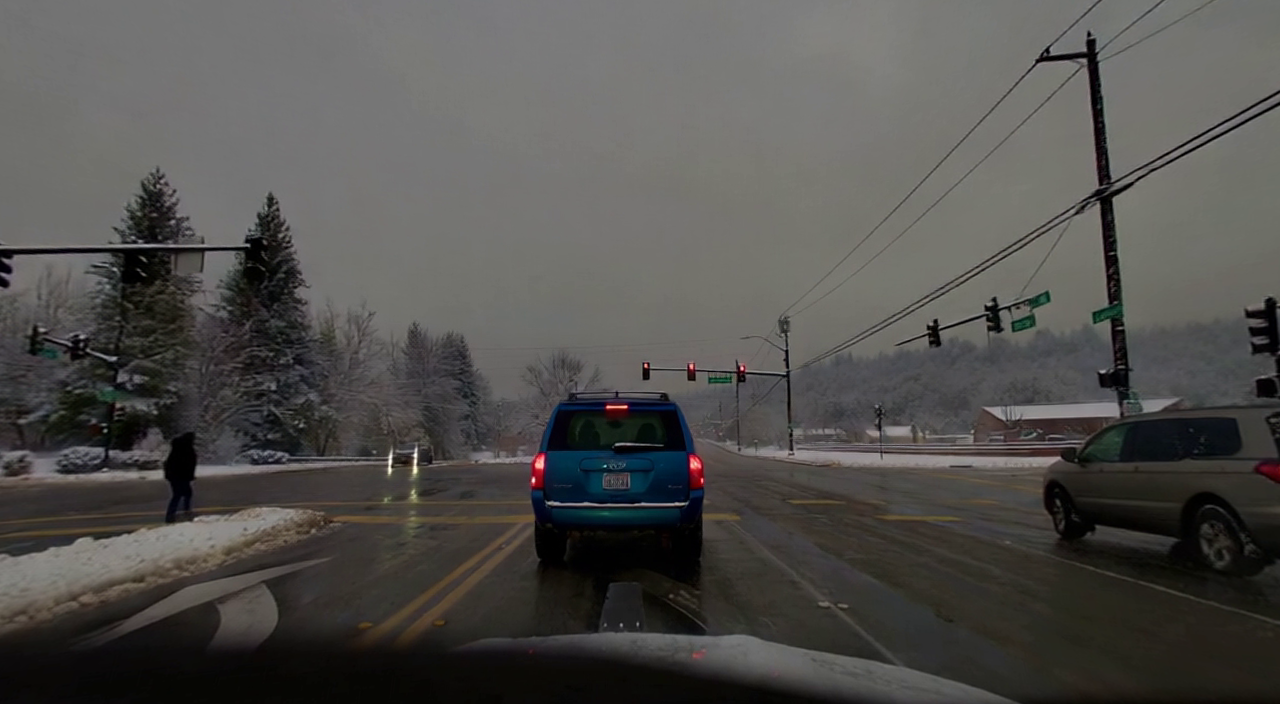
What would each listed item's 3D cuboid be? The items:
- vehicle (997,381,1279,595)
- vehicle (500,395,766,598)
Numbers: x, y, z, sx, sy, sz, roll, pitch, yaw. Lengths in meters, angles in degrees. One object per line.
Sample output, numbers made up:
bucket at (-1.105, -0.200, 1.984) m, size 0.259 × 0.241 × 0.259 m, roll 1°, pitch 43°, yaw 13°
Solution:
vehicle at (6.580, 1.440, 7.243) m, size 2.119 × 1.827 × 4.806 m, roll 0°, pitch -9°, yaw 0°
vehicle at (-0.096, 1.560, 7.638) m, size 2.285 × 1.729 × 4.252 m, roll 0°, pitch -9°, yaw -1°
